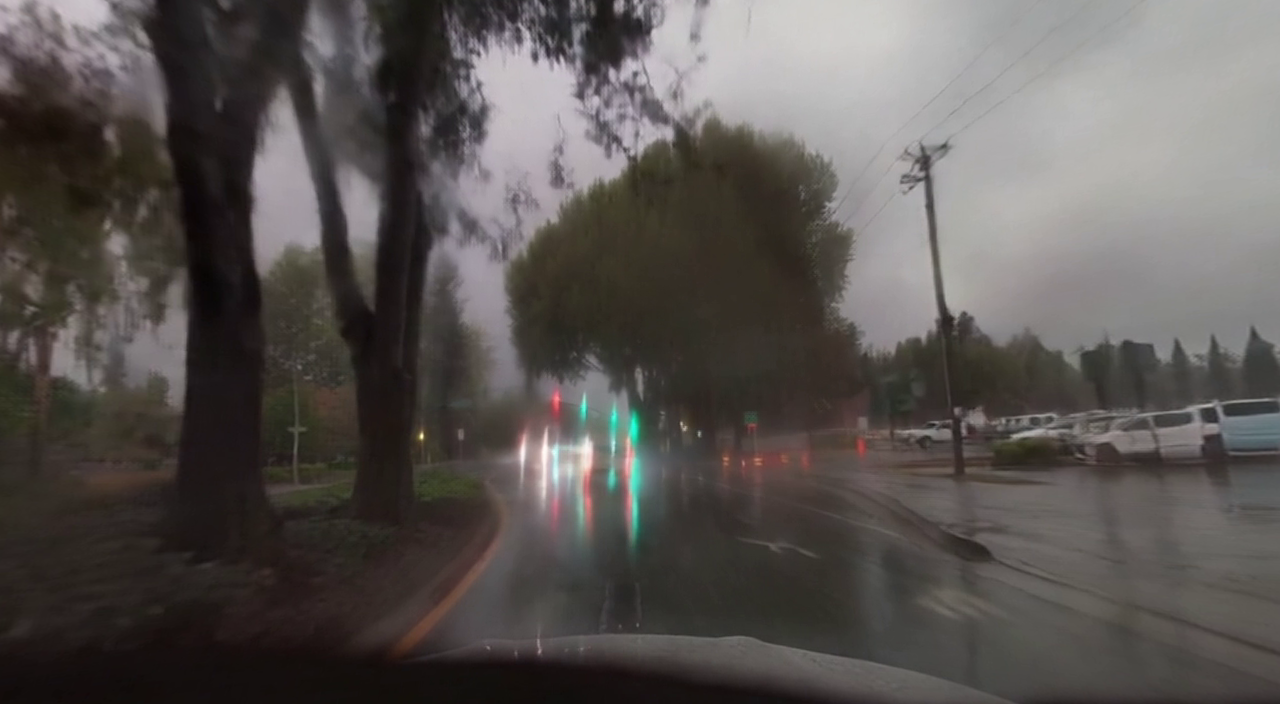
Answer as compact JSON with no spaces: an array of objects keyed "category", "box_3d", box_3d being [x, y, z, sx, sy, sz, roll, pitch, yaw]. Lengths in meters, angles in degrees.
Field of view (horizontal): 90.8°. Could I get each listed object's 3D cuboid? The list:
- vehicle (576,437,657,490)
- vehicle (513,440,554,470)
[{"category":"vehicle","box_3d":[-0.898,3.623,20.928,2.266,1.508,4.430,1,-8,-7]},{"category":"vehicle","box_3d":[-6.206,6.020,37.185,2.077,1.665,4.206,1,-8,-6]}]
